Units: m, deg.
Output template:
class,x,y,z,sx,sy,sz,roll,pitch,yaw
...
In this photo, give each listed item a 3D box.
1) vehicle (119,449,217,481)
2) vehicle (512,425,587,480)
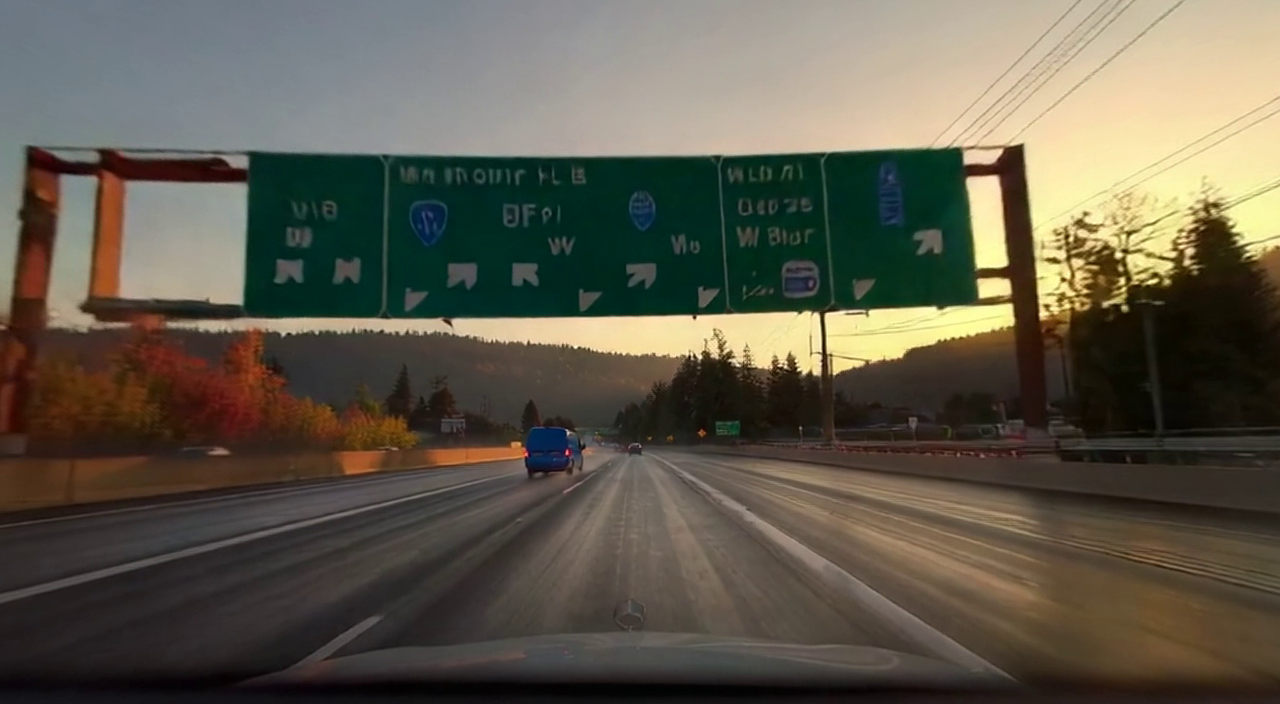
class,x,y,z,sx,sy,sz,roll,pitch,yaw
vehicle,-23.998,5.733,32.213,1.801,1.452,4.238,0,-8,-1
vehicle,-3.527,4.024,25.431,2.281,2.025,4.586,0,-8,1
